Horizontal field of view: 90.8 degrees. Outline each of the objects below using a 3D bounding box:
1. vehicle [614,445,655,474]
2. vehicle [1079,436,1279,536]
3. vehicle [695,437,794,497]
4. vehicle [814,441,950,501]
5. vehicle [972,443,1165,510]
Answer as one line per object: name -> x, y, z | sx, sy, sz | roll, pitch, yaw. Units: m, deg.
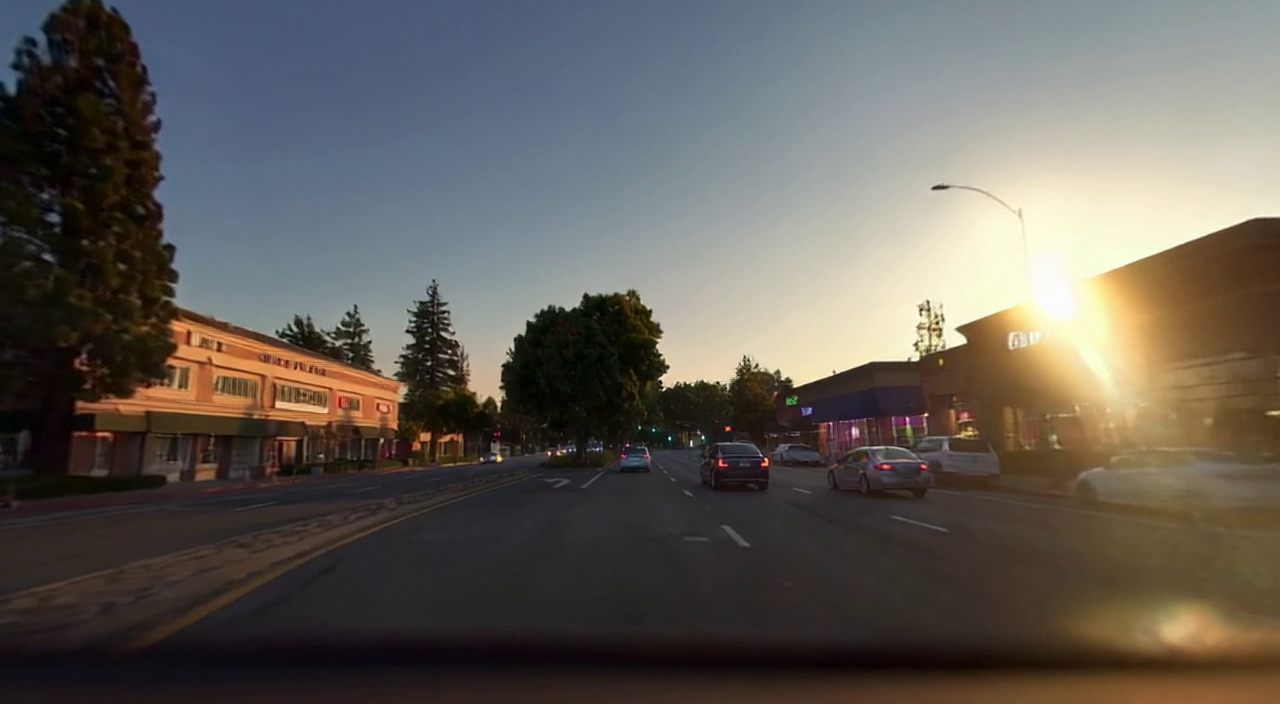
vehicle -> -0.295, 5.700, 33.818 | 2.052, 1.461, 4.324 | 0, -8, -1
vehicle -> 10.599, 2.342, 11.712 | 2.000, 1.514, 3.811 | 0, -8, -4
vehicle -> 2.942, 3.377, 18.935 | 2.072, 1.545, 4.578 | 0, -8, -1
vehicle -> 6.619, 3.283, 17.902 | 1.952, 1.449, 4.544 | 0, -8, -2
vehicle -> 10.479, 3.040, 15.961 | 1.763, 1.430, 4.427 | 0, -8, 0
